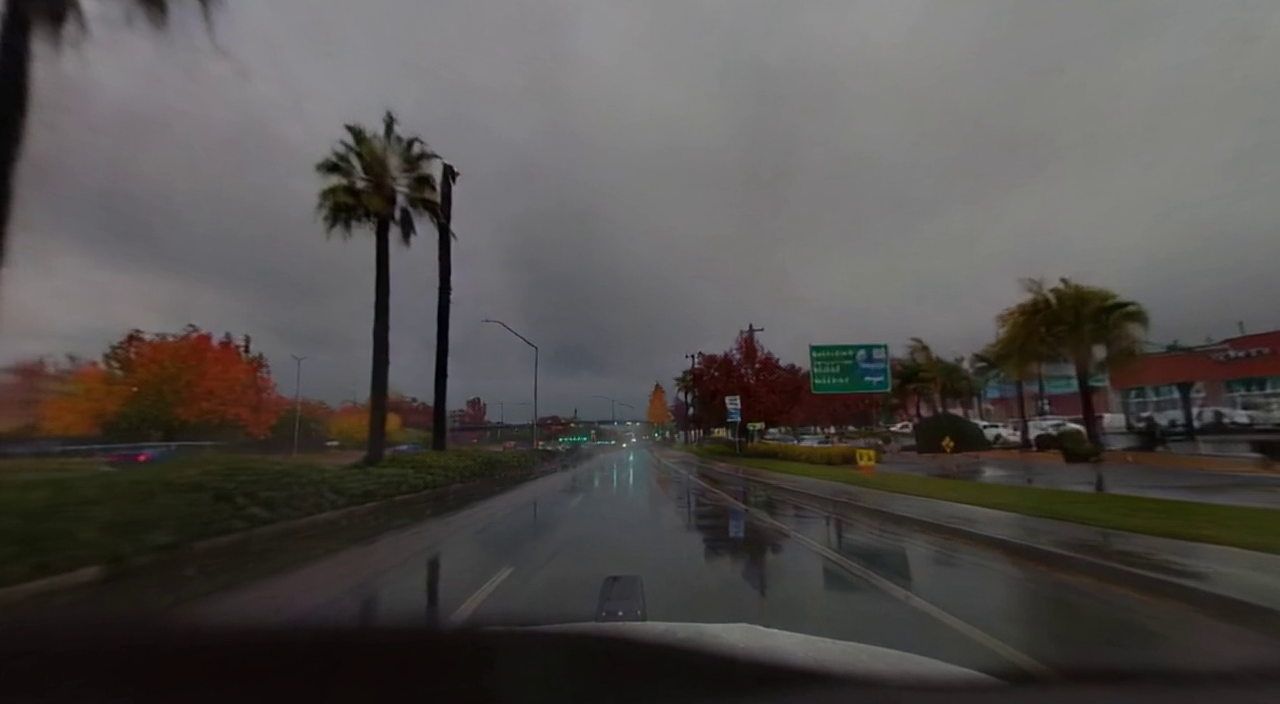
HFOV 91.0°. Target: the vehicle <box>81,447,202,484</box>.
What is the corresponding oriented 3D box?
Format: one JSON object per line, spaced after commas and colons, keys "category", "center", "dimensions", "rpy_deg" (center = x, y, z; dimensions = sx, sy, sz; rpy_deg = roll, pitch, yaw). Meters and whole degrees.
{"category": "vehicle", "center": [-22.972, 5.222, 29.314], "dimensions": [1.903, 1.510, 4.569], "rpy_deg": [1, -9, -1]}
